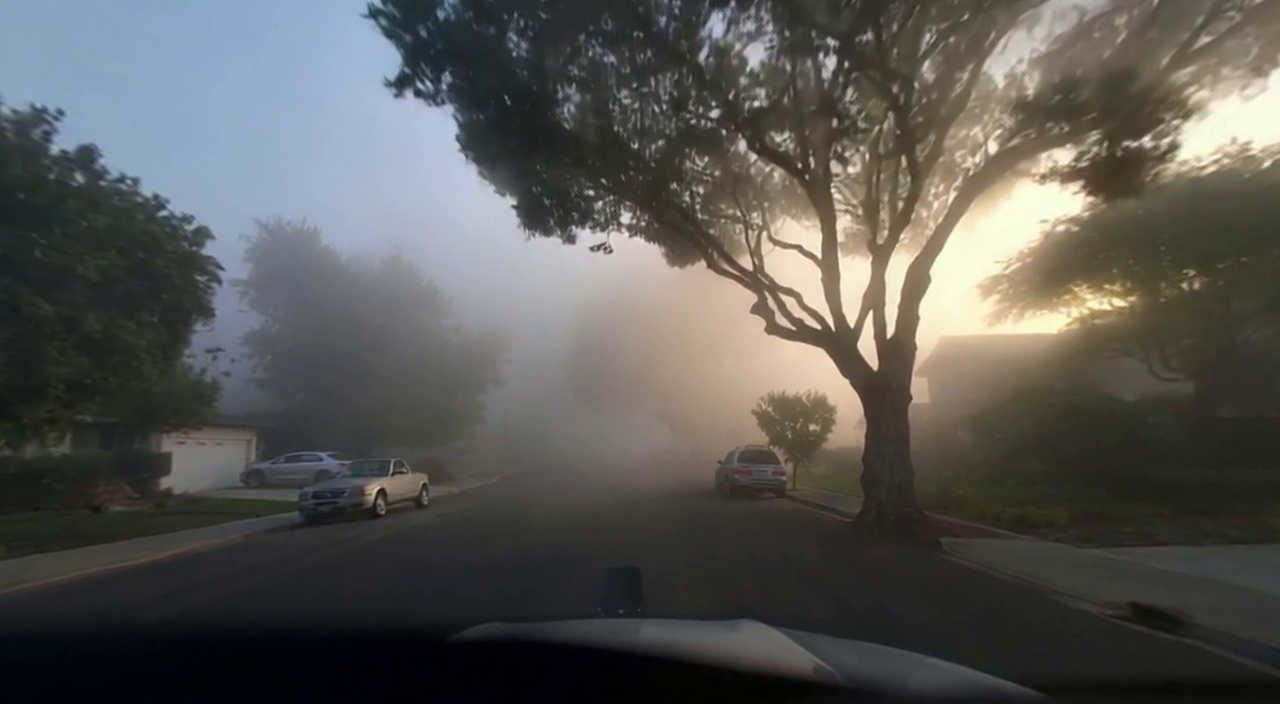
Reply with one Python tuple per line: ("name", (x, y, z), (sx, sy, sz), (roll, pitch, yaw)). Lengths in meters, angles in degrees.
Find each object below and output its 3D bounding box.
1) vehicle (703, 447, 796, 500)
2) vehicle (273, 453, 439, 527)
("vehicle", (3.279, 3.723, 19.838), (1.986, 1.476, 4.306), (0, -9, -2))
("vehicle", (-6.650, 3.235, 15.462), (2.035, 1.480, 4.508), (0, -9, -1))
